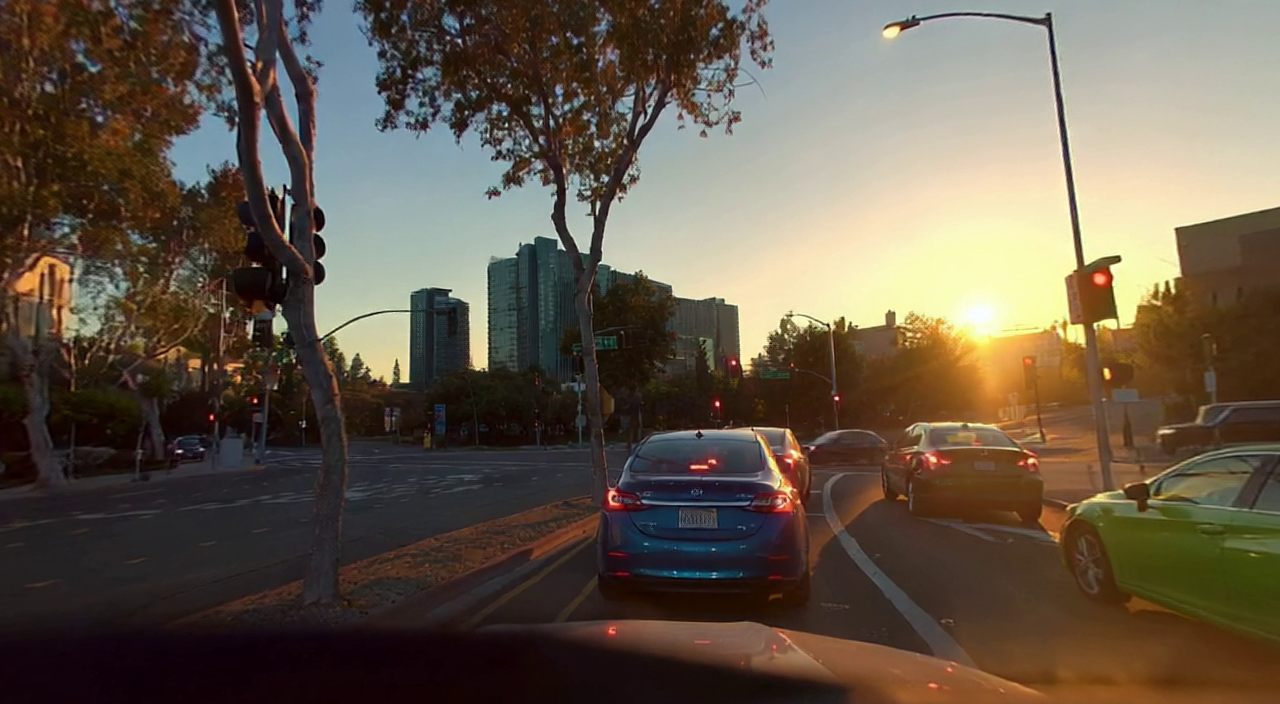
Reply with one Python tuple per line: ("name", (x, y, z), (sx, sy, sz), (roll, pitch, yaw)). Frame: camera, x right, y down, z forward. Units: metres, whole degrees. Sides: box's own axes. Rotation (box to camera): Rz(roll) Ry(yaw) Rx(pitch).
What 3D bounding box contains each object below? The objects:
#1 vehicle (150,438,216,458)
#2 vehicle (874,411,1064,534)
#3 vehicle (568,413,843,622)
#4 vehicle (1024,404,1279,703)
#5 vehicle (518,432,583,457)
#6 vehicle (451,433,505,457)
("vehicle", (-35.388, 7.433, 48.629), (1.652, 1.433, 3.733), (-7, -11, 40))
("vehicle", (5.542, 2.043, 11.286), (2.102, 1.717, 4.373), (-2, -9, 16))
("vehicle", (0.850, 1.498, 6.692), (2.052, 1.483, 3.928), (-2, -8, 12))
("vehicle", (4.249, 1.055, 3.364), (1.954, 1.508, 4.441), (-1, -8, 6))
("vehicle", (-5.968, 6.105, 41.545), (1.932, 1.573, 4.509), (8, -12, -44))
("vehicle", (-12.467, 7.116, 48.195), (1.972, 1.705, 4.457), (8, -11, -44))
